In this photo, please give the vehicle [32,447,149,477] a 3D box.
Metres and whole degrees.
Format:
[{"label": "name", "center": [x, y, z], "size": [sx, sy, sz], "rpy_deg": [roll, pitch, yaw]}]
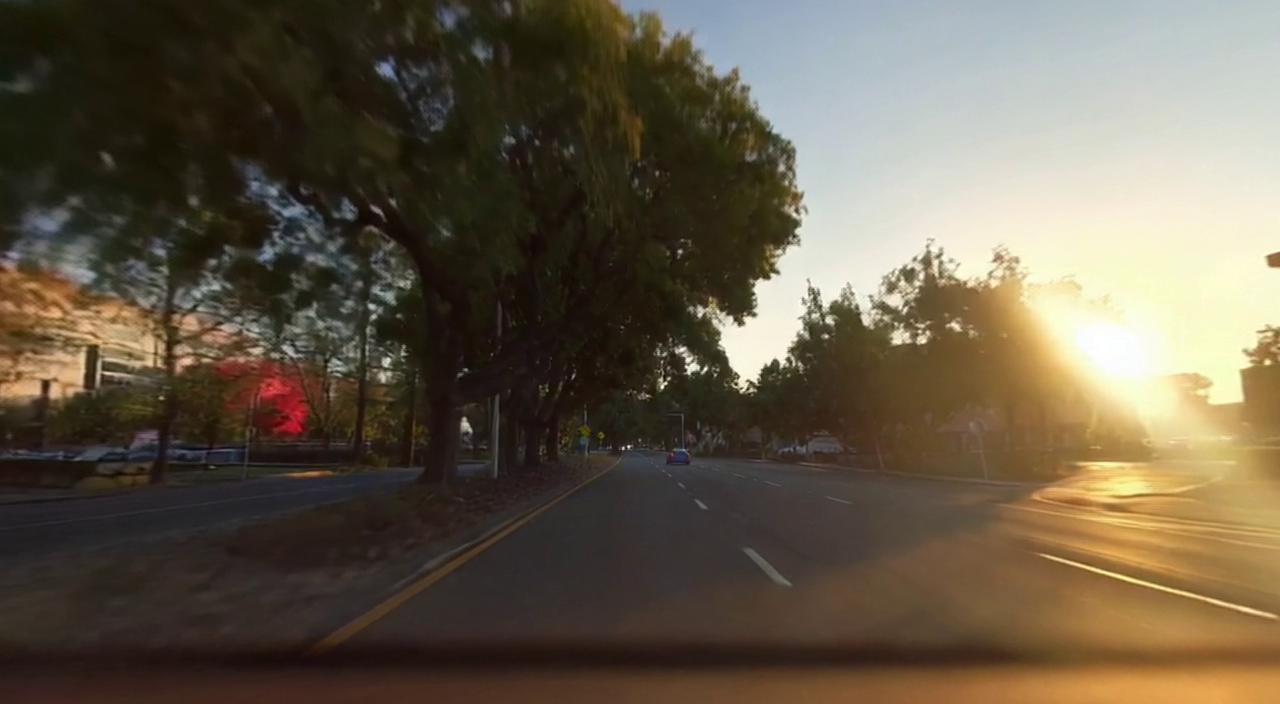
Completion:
[{"label": "vehicle", "center": [-28.042, 5.599, 32.329], "size": [4.140, 1.446, 1.888], "rpy_deg": [0, -9, 0]}]
